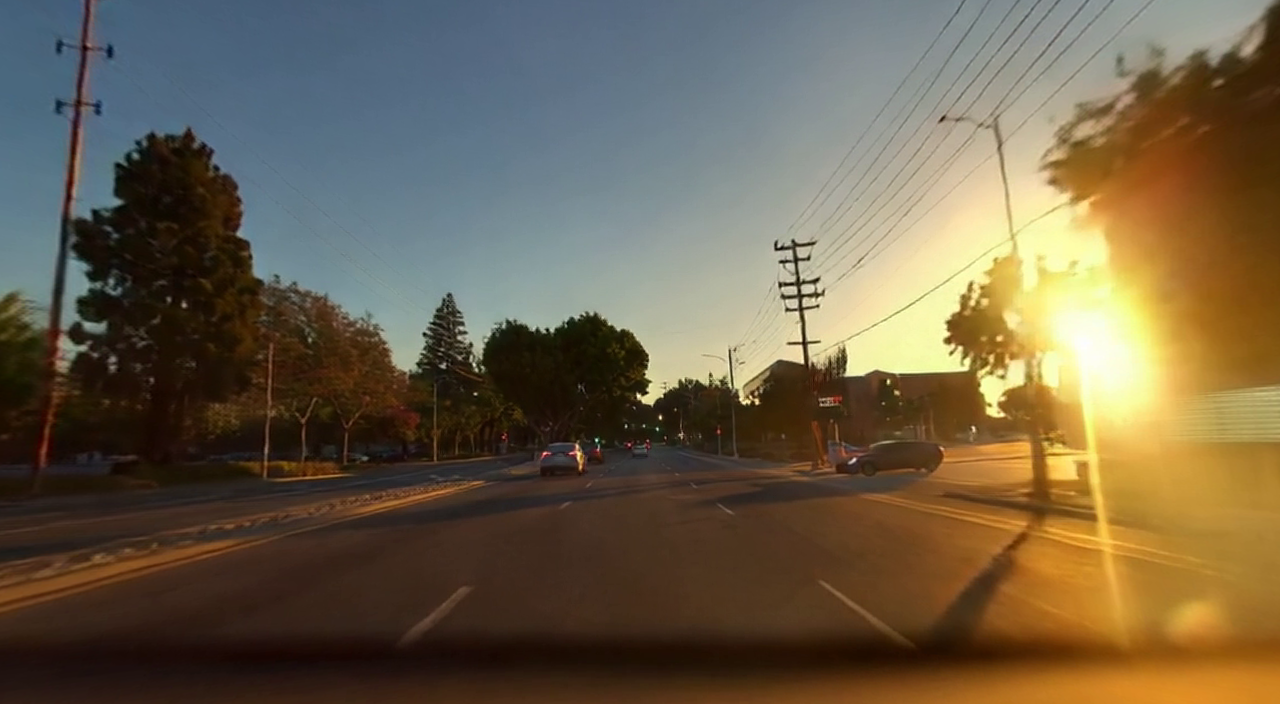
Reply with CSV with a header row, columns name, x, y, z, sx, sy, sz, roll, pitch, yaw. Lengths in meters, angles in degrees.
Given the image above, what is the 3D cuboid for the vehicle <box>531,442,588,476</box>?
name,x,y,z,sx,sy,sz,roll,pitch,yaw
vehicle,-3.637,4.925,29.327,2.076,1.444,4.328,0,-8,0

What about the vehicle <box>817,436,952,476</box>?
name,x,y,z,sx,sy,sz,roll,pitch,yaw
vehicle,10.338,4.424,26.851,4.885,1.576,2.024,1,-9,-6
